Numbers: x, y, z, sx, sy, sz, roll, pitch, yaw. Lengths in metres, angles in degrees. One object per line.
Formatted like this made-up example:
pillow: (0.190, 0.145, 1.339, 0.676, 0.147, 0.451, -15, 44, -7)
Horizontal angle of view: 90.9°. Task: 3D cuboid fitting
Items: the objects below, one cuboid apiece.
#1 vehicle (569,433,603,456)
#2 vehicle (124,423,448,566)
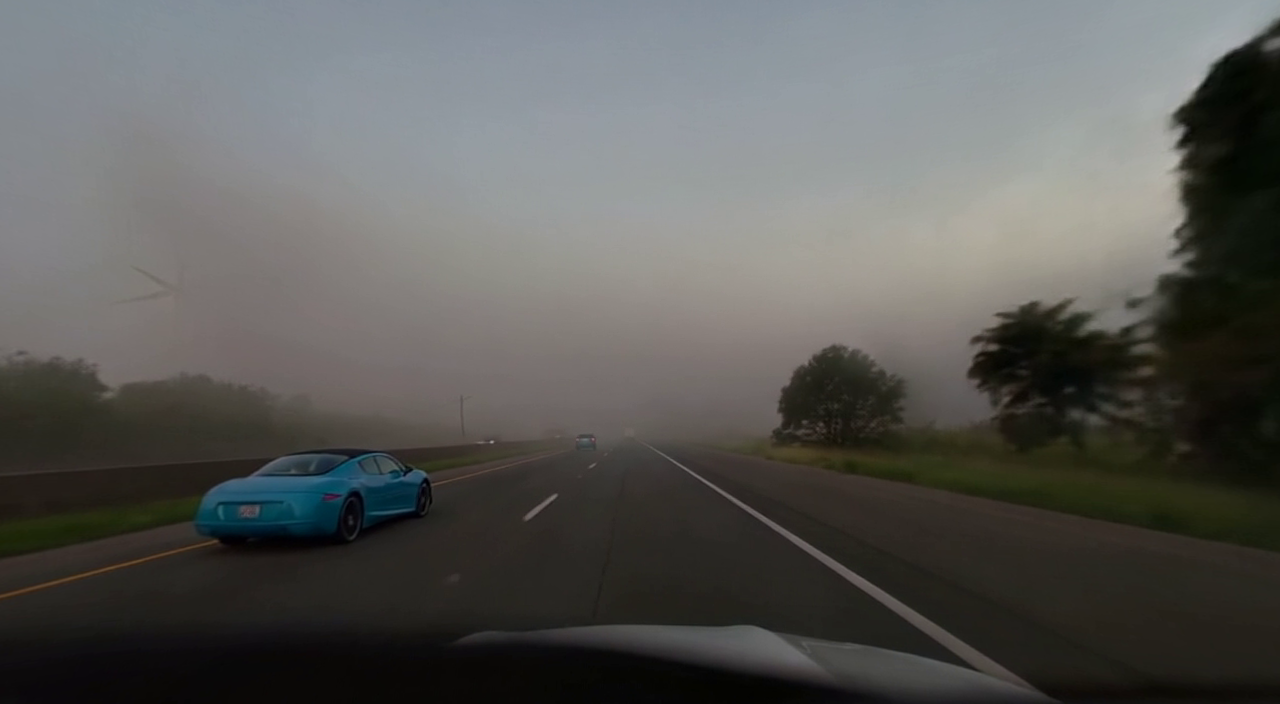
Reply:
vehicle: (-3.535, 6.159, 41.939, 2.024, 1.456, 3.754, 0, -8, -2)
vehicle: (-4.192, 1.718, 8.457, 1.969, 1.413, 4.194, 0, -8, -1)
